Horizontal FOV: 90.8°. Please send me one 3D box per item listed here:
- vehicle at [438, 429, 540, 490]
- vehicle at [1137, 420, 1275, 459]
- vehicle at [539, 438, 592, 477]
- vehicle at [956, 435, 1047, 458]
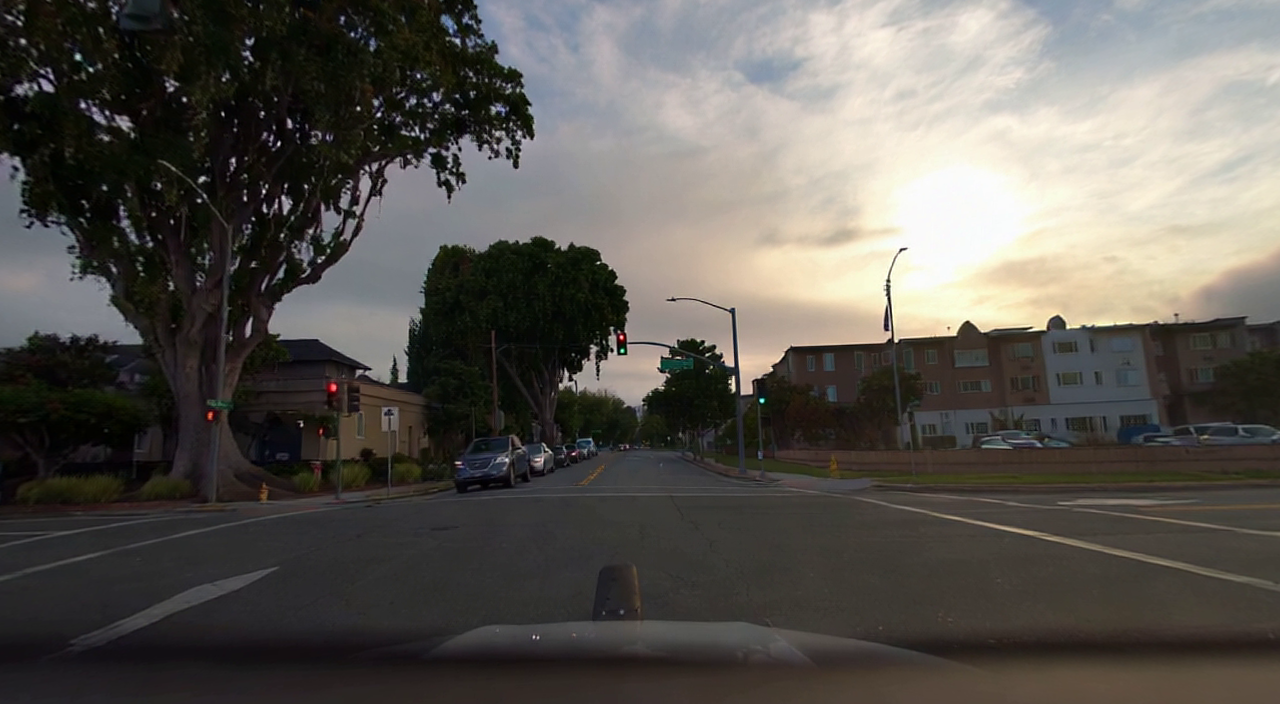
[{"bbox_3d":[-6.514,4.776,28.524,2.896,2.339,7.322,0,-8,-1],"label":"vehicle"},{"bbox_3d":[33.254,5.164,37.243,5.969,2.149,2.331,0,-9,-3],"label":"vehicle"},{"bbox_3d":[-3.667,5.287,31.889,2.120,1.783,4.788,0,-9,0],"label":"vehicle"},{"bbox_3d":[25.002,6.556,43.839,5.172,1.515,1.851,0,-8,-2],"label":"vehicle"}]
